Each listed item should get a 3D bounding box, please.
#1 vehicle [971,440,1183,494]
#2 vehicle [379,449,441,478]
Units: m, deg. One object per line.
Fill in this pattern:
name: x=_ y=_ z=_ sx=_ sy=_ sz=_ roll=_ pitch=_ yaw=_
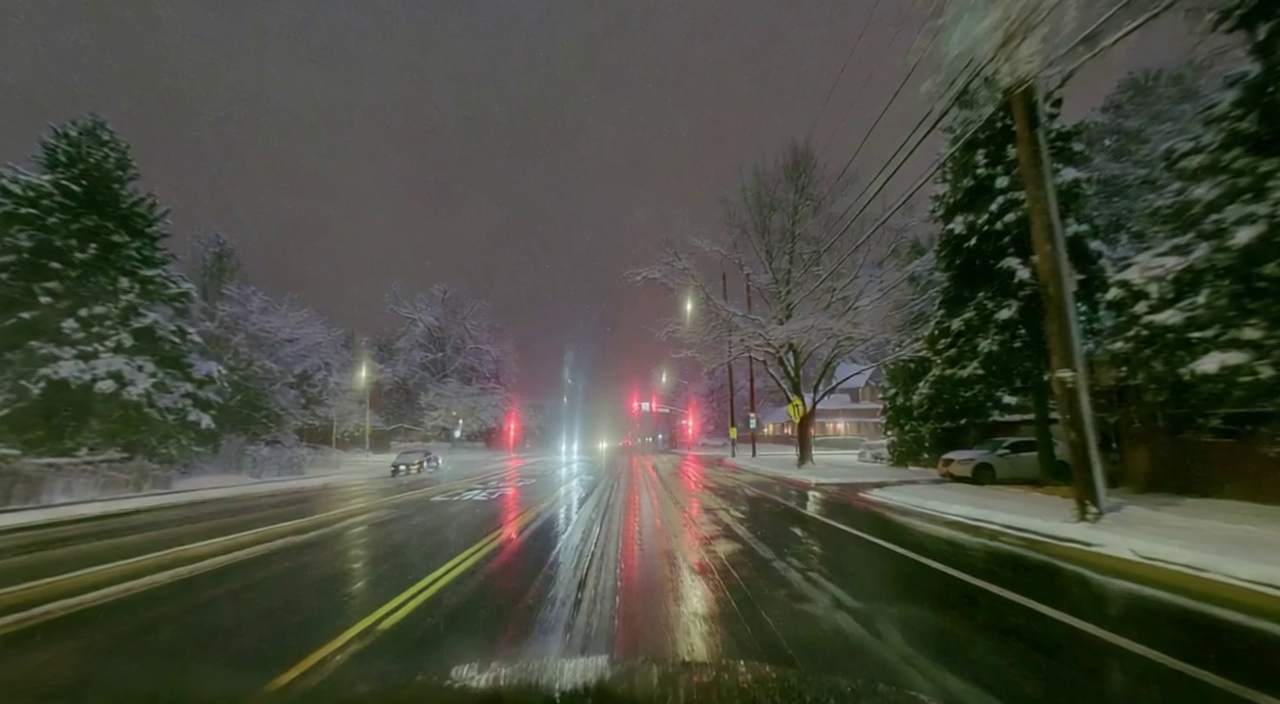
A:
vehicle: x=12.377 y=3.270 z=18.153 sx=4.539 sy=1.404 sz=2.008 roll=-1 pitch=-8 yaw=2
vehicle: x=-12.957 y=6.292 z=35.917 sx=1.851 sy=1.482 sz=4.443 roll=0 pitch=-8 yaw=0
